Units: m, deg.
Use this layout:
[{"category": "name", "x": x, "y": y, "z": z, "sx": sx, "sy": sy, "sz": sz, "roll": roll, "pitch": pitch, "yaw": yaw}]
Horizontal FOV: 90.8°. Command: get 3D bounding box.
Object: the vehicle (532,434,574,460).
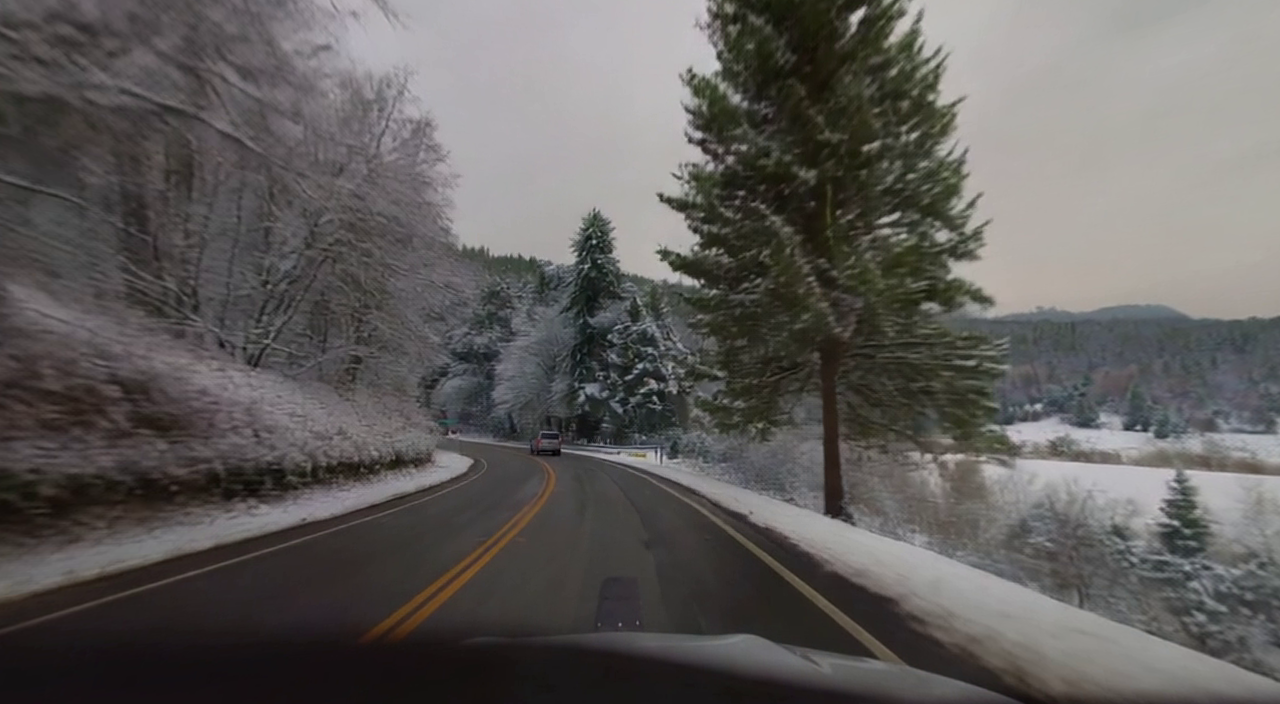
[{"category": "vehicle", "x": -6.921, "y": 7.440, "z": 49.610, "sx": 2.439, "sy": 1.912, "sz": 5.605, "roll": 2, "pitch": -9, "yaw": -16}]
